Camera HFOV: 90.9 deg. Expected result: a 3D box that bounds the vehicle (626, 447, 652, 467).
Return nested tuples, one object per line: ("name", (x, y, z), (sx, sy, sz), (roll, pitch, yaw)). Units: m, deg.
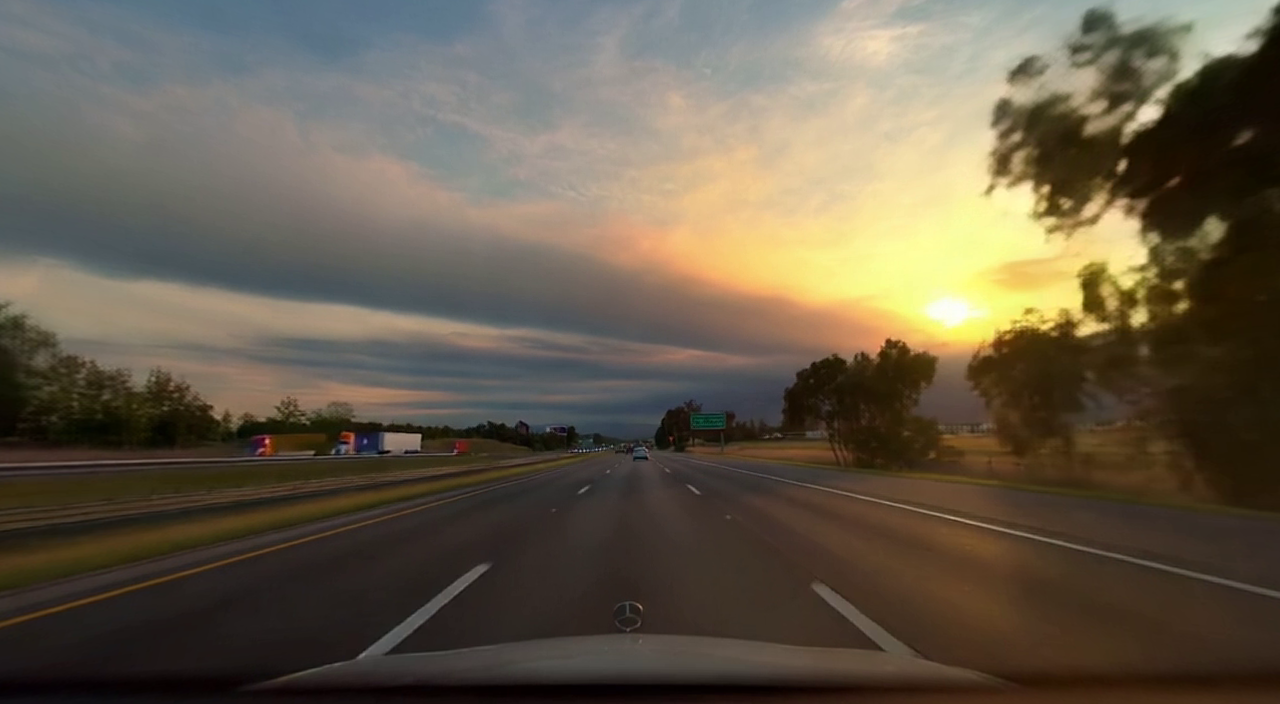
("vehicle", (-0.092, 8.087, 48.615), (1.916, 1.494, 4.335), (0, -9, -1))
